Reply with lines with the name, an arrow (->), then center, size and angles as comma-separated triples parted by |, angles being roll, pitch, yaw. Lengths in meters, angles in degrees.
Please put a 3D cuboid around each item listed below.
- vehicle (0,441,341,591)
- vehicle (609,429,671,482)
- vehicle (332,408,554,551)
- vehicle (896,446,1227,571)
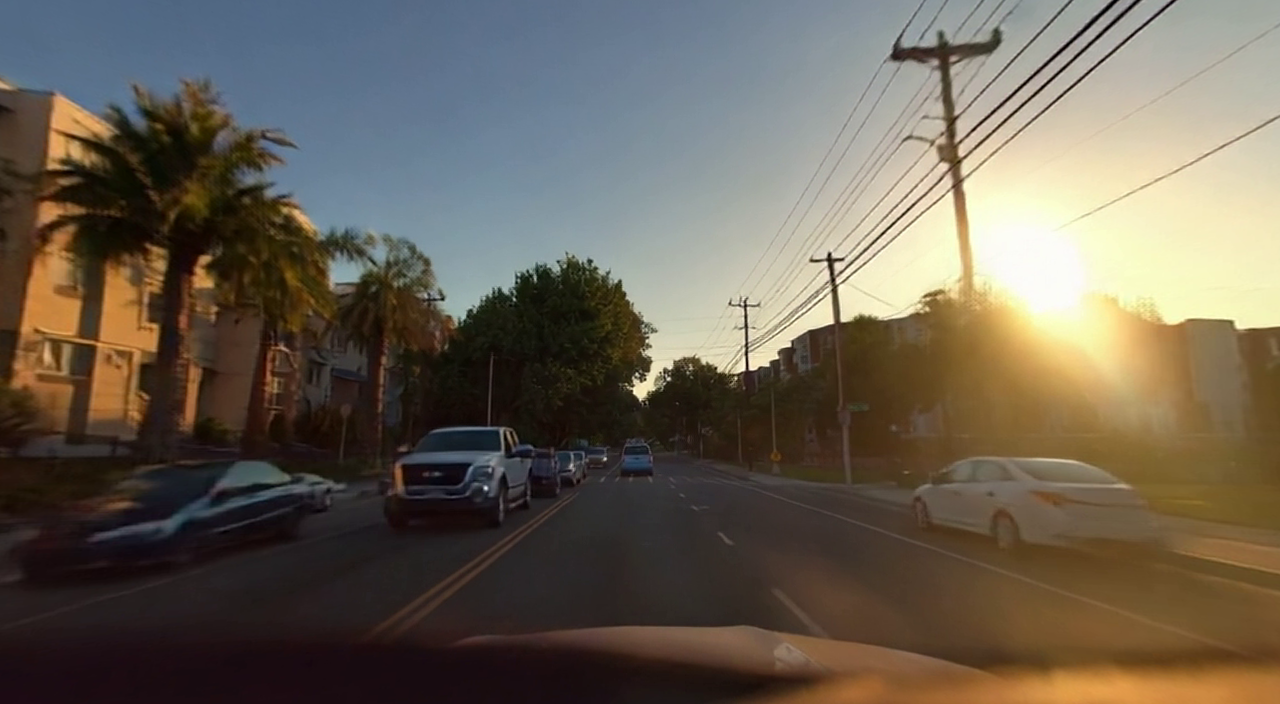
vehicle -> -6.239, 2.000, 8.712 | 1.917, 1.467, 4.653 | 0, -9, 0
vehicle -> 0.050, 4.233, 25.747 | 2.308, 1.940, 4.125 | -1, -10, 1
vehicle -> -2.941, 2.051, 10.869 | 2.178, 1.861, 4.920 | 0, -9, 0
vehicle -> 6.119, 2.278, 10.141 | 1.943, 1.490, 4.783 | 1, -9, -1
